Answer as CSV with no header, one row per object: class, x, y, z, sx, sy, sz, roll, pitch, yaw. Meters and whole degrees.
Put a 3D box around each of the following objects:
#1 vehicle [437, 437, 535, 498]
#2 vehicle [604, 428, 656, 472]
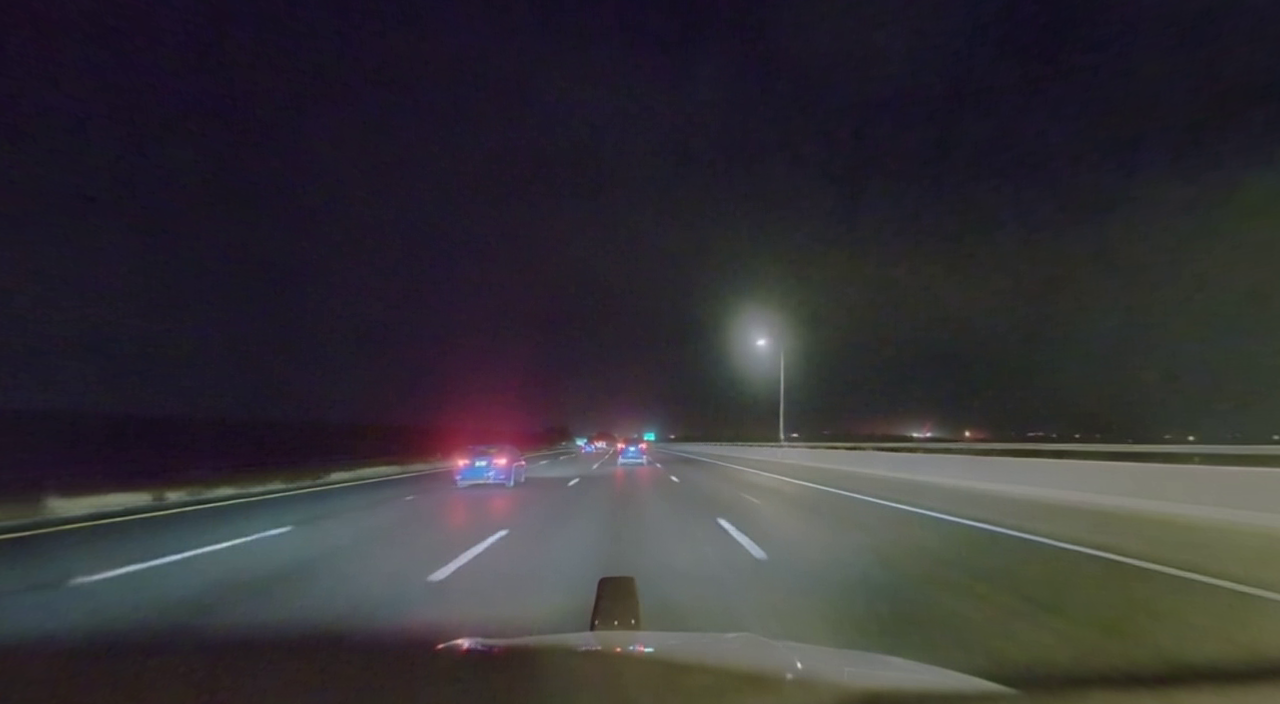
vehicle,-4.325,3.271,18.308,1.945,1.550,3.780,-1,-8,-1
vehicle,-0.511,4.836,31.273,2.382,1.973,4.439,0,-8,-2
